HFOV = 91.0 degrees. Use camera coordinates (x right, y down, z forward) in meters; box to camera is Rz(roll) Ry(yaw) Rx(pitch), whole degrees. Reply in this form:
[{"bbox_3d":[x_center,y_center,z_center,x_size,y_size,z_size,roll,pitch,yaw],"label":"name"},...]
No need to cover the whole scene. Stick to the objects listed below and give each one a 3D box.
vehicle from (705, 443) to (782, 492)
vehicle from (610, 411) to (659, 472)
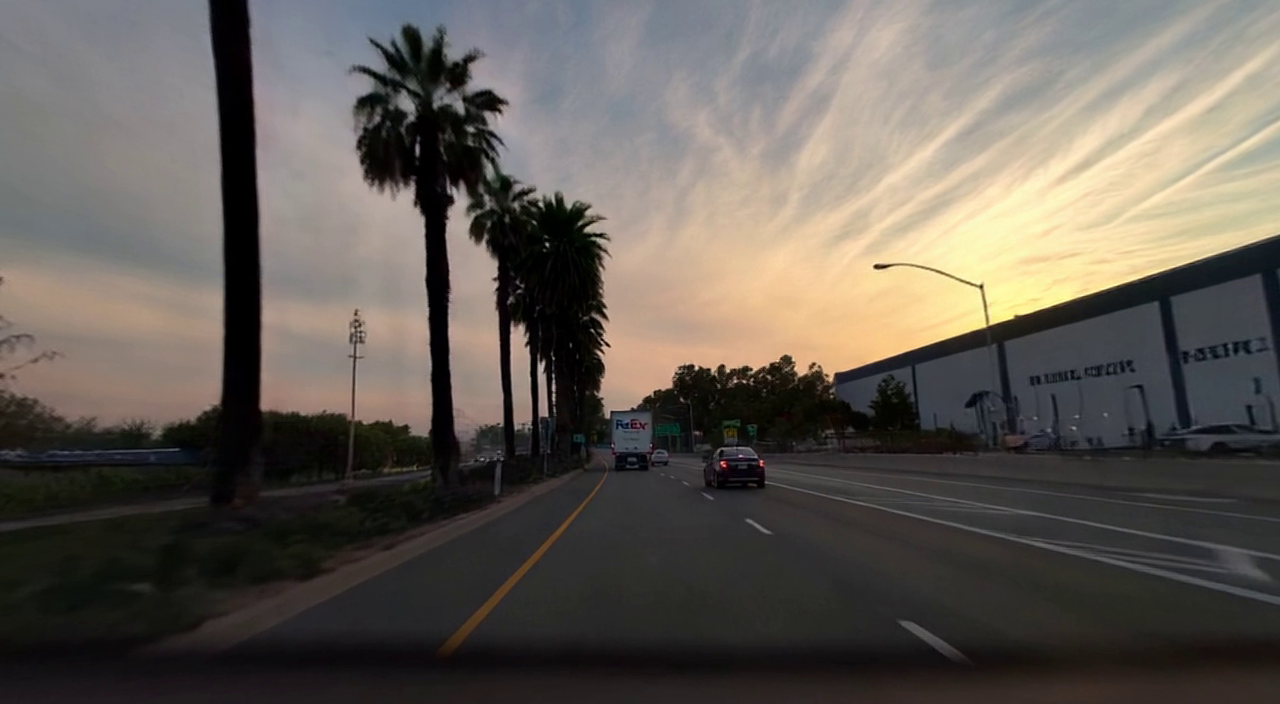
[{"bbox_3d":[3.522,4.023,22.245,1.966,1.558,4.238,0,-9,-1],"label":"vehicle"},{"bbox_3d":[-0.516,6.930,48.342,3.243,4.134,11.656,0,-9,-1],"label":"vehicle"}]
